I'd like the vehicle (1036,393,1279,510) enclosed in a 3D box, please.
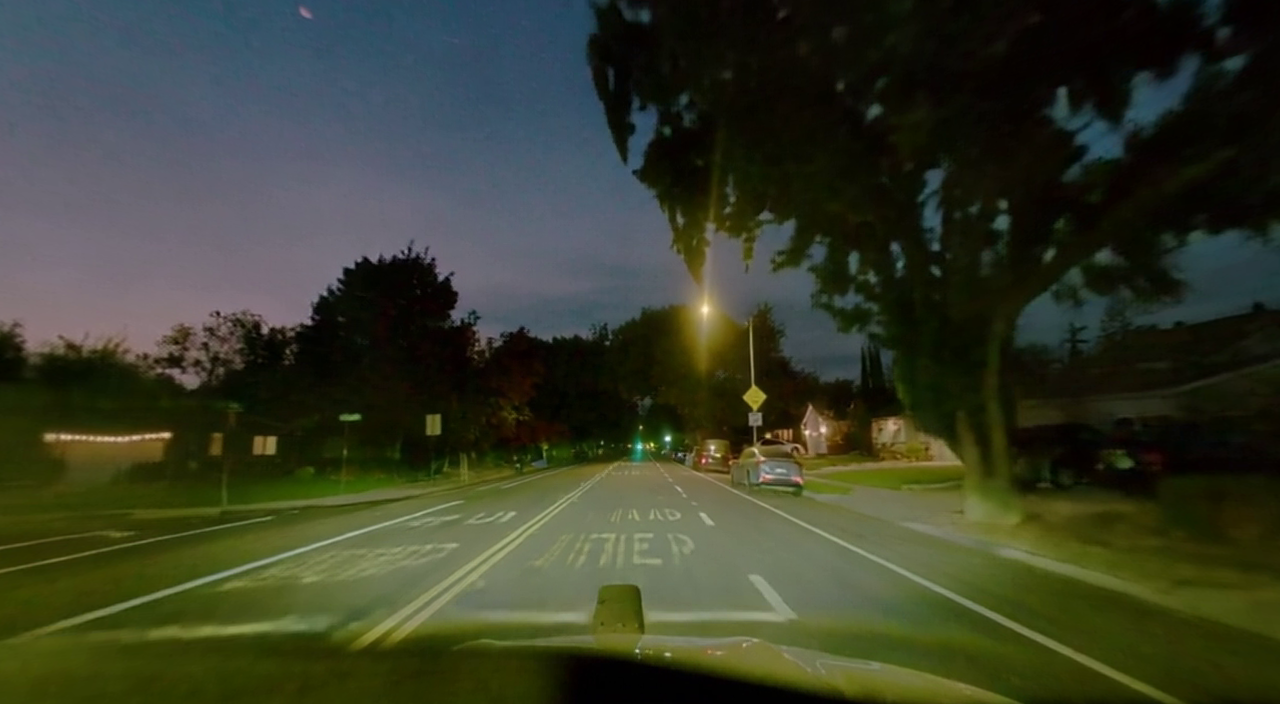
[{"bbox_3d":[10.965,1.888,12.543,4.459,1.696,2.361,-6,-8,-1],"label":"vehicle"}]

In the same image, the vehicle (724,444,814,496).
[{"bbox_3d":[3.960,3.672,20.115,1.940,1.470,4.101,0,-9,-1],"label":"vehicle"}]

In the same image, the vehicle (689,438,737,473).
[{"bbox_3d":[3.962,5.731,35.074,2.032,1.792,4.849,0,-9,0],"label":"vehicle"}]
